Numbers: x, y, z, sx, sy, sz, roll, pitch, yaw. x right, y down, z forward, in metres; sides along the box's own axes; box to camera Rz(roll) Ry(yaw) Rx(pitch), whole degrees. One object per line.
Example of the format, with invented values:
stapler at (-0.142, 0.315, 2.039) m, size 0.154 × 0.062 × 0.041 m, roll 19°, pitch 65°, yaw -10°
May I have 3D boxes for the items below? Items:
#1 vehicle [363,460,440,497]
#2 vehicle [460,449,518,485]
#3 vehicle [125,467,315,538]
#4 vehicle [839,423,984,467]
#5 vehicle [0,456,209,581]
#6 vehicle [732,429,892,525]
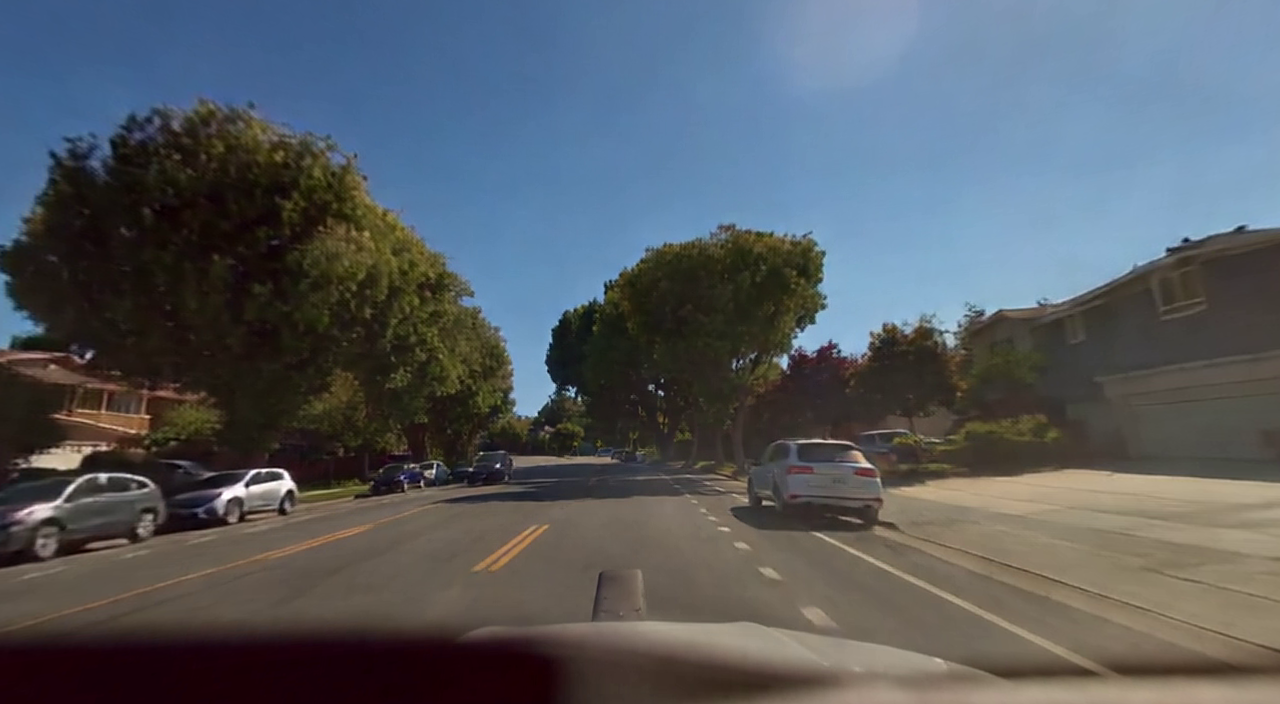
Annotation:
vehicle at (-11.102, 5.920, 29.795) m, size 1.922 × 1.496 × 4.598 m, roll 0°, pitch -9°, yaw -1°
vehicle at (-7.670, 5.852, 32.493) m, size 2.090 × 1.724 × 4.270 m, roll 1°, pitch -9°, yaw -2°
vehicle at (-11.081, 3.959, 17.199) m, size 1.958 × 1.493 × 4.671 m, roll 0°, pitch -9°, yaw 0°
vehicle at (12.495, 4.349, 29.464) m, size 5.437 × 1.931 × 2.837 m, roll 0°, pitch -9°, yaw 1°
vehicle at (-11.017, 2.967, 12.128) m, size 2.293 × 1.836 × 4.586 m, roll 0°, pitch -9°, yaw -2°
vehicle at (3.687, 2.799, 14.859) m, size 2.176 × 1.793 × 5.534 m, roll 0°, pitch -9°, yaw 0°
